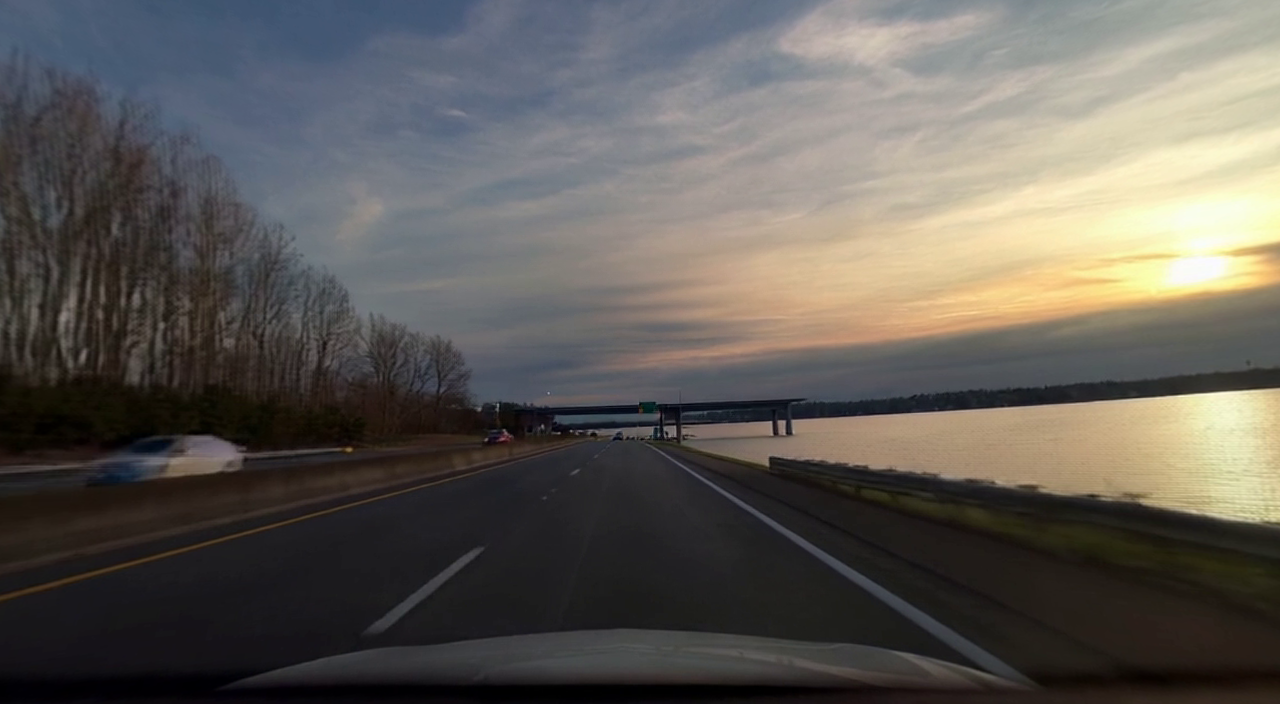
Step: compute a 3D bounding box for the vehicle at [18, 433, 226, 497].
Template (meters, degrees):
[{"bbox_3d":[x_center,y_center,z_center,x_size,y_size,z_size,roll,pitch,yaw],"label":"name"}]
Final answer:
[{"bbox_3d":[-13.925,3.029,17.364,1.892,1.508,4.530,0,-8,0],"label":"vehicle"}]
